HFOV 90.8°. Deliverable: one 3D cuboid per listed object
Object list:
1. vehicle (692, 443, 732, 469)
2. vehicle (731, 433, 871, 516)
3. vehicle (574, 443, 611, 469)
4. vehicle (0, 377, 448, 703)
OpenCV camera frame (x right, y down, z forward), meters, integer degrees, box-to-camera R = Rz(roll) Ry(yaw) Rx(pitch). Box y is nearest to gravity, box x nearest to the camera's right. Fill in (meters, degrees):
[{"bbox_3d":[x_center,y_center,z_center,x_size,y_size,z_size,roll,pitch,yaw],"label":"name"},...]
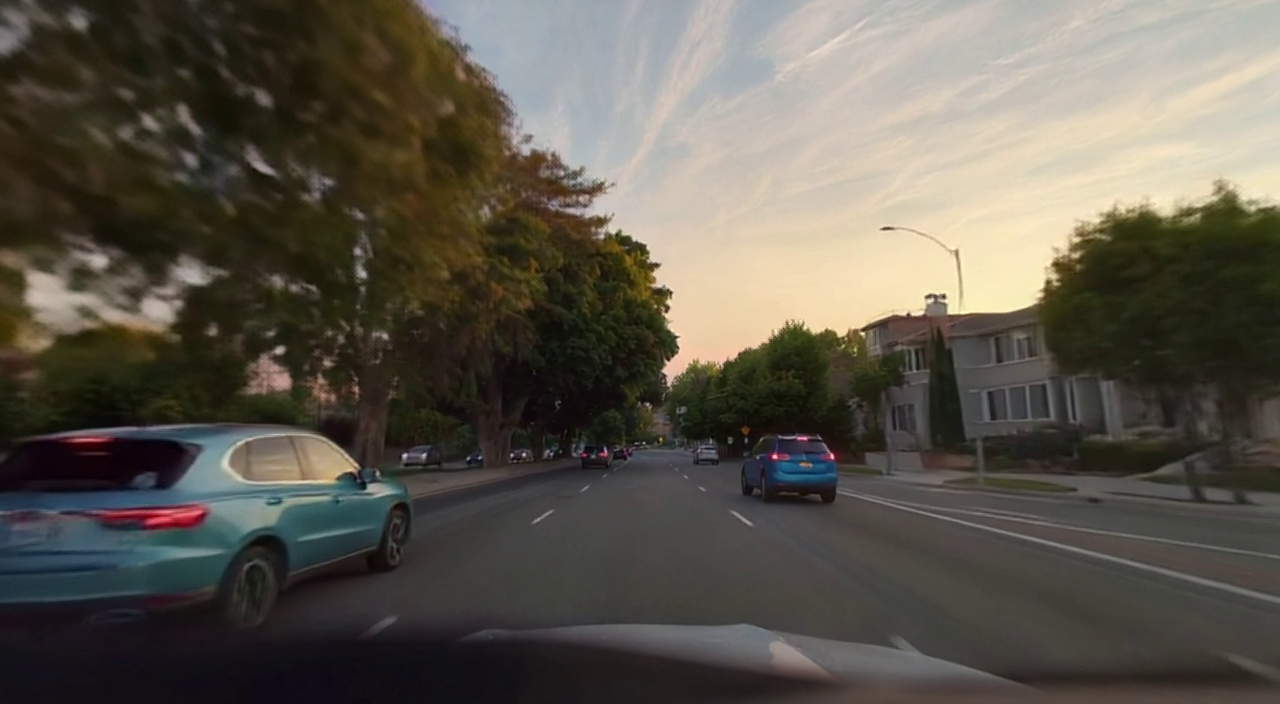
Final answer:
[{"bbox_3d":[4.850,6.999,42.845,2.169,1.669,4.037,0,-8,-1],"label":"vehicle"},{"bbox_3d":[3.564,2.800,14.997,2.132,1.659,4.387,0,-8,0],"label":"vehicle"},{"bbox_3d":[-2.993,6.632,40.445,1.988,1.569,4.202,0,-8,1],"label":"vehicle"},{"bbox_3d":[-3.467,1.313,5.656,2.045,1.688,4.632,0,-8,0],"label":"vehicle"}]
